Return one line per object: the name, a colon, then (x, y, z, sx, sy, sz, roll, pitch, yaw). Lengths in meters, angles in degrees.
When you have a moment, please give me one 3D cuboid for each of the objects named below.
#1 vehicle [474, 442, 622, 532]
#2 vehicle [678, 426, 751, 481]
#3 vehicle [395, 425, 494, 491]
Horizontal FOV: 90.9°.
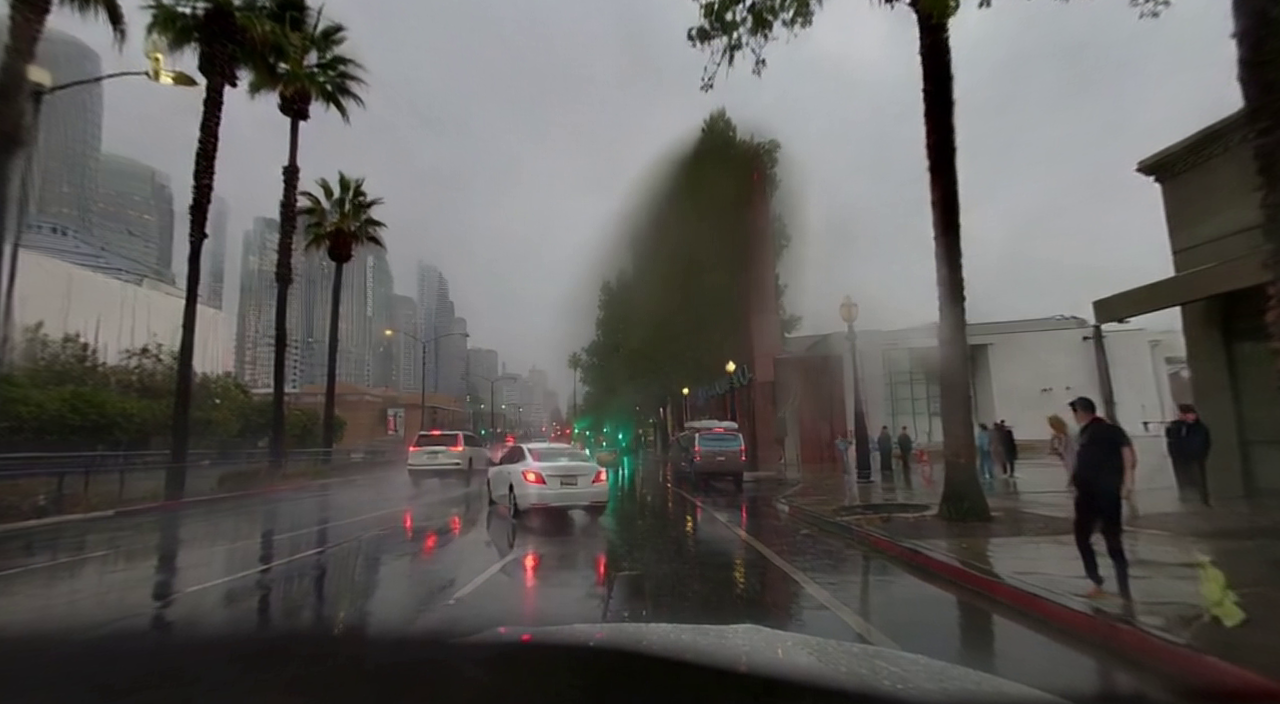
vehicle: (-2.093, 2.627, 13.026, 1.930, 1.477, 4.657, 3, -9, -22)
vehicle: (3.179, 4.471, 28.016, 2.126, 2.167, 5.098, 1, -9, -6)
vehicle: (-6.826, 3.764, 22.702, 2.164, 2.047, 5.455, 0, -9, -4)
